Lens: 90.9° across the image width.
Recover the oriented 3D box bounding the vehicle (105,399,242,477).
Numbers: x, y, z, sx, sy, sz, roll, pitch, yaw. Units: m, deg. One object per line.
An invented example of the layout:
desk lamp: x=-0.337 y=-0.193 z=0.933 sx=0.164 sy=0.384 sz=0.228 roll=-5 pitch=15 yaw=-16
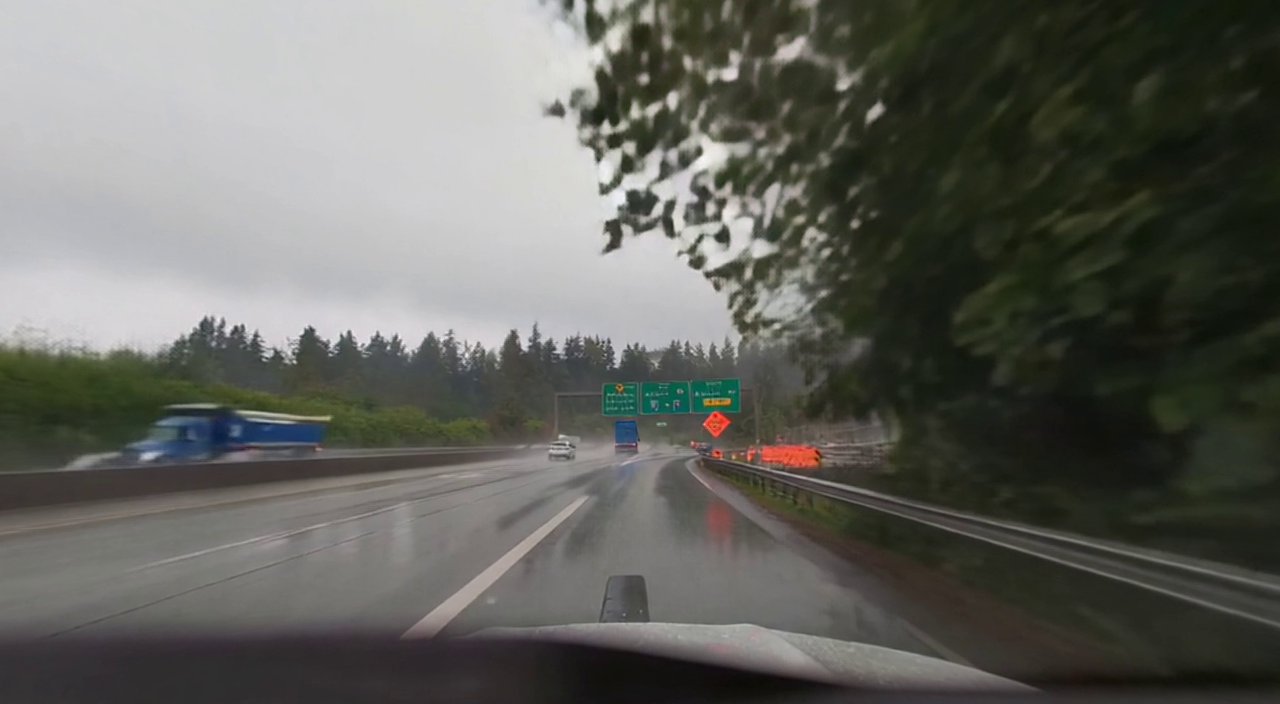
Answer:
vehicle: x=-26.490 y=4.999 z=36.216 sx=2.955 sy=4.035 sz=5.980 roll=-1 pitch=-9 yaw=2
